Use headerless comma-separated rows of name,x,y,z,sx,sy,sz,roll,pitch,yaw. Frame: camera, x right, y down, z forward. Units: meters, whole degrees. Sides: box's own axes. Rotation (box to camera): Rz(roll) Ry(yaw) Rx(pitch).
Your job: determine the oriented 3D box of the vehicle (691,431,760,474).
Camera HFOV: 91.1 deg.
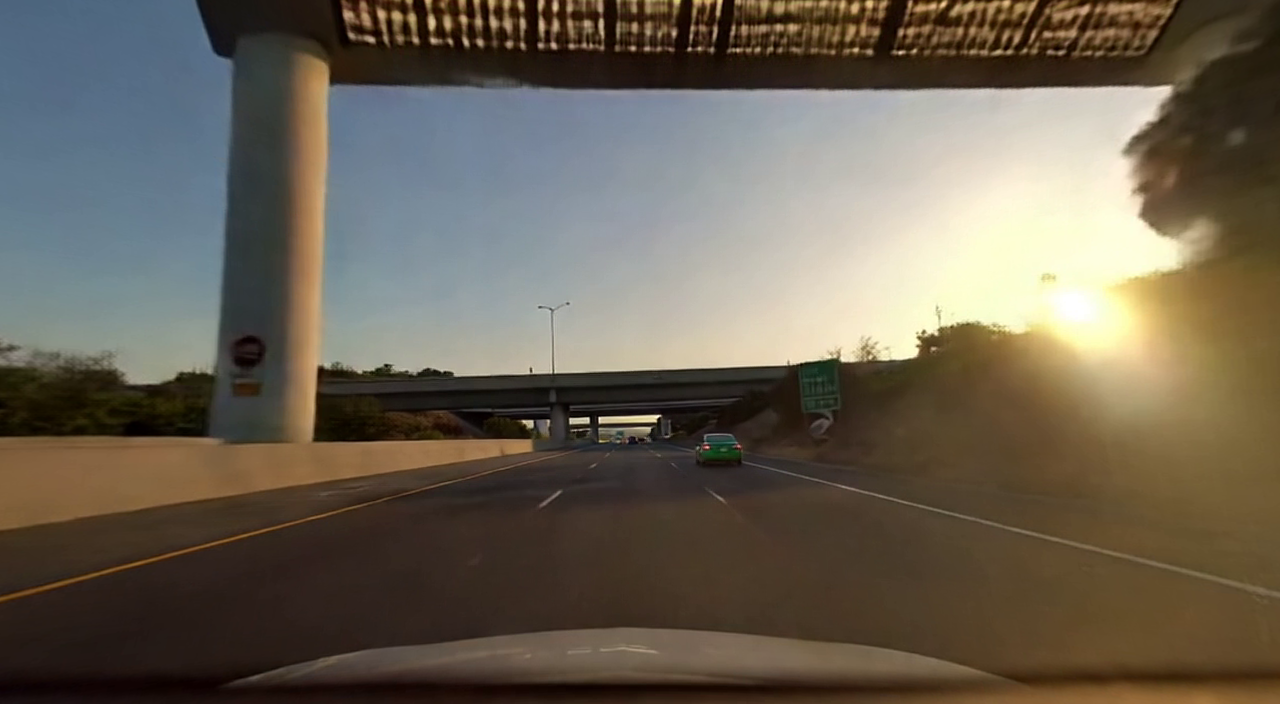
vehicle,3.158,3.808,24.040,1.946,1.481,3.969,0,-8,-1
